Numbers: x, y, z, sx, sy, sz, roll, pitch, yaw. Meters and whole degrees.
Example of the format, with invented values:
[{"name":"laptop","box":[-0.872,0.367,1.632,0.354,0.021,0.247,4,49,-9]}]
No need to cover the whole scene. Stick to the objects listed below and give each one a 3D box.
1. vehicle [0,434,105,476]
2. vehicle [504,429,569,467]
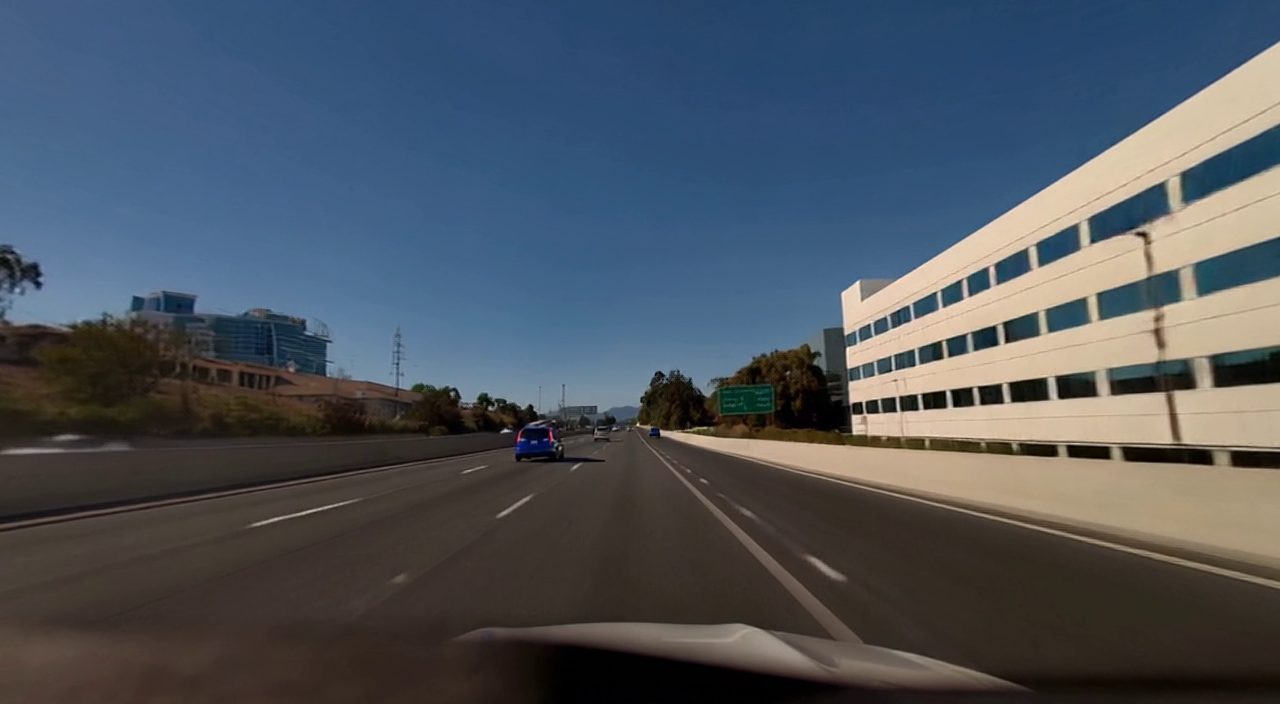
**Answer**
[{"name":"vehicle","box":[-27.360,4.631,28.596,1.889,1.727,4.692,0,-8,0]},{"name":"vehicle","box":[-4.268,4.045,26.753,1.996,1.490,4.571,0,-8,0]}]
